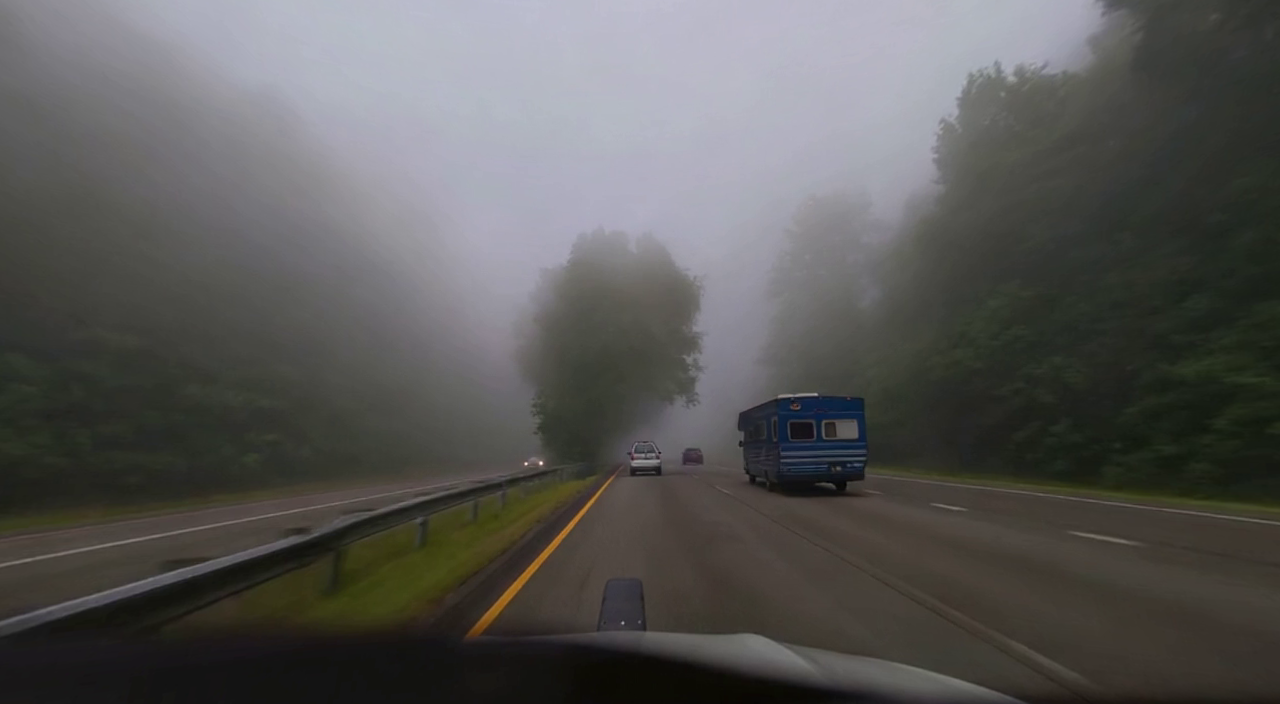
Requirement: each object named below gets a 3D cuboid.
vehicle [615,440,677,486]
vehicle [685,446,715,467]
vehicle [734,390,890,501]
[{"bbox_3d":[0.176,4.131,23.744,2.120,1.575,4.018,0,-9,-1],"label":"vehicle"},{"bbox_3d":[4.319,7.525,45.503,1.757,1.459,3.398,0,-9,-1],"label":"vehicle"},{"bbox_3d":[4.917,2.924,19.631,2.745,2.832,7.035,0,-9,-1],"label":"vehicle"}]
